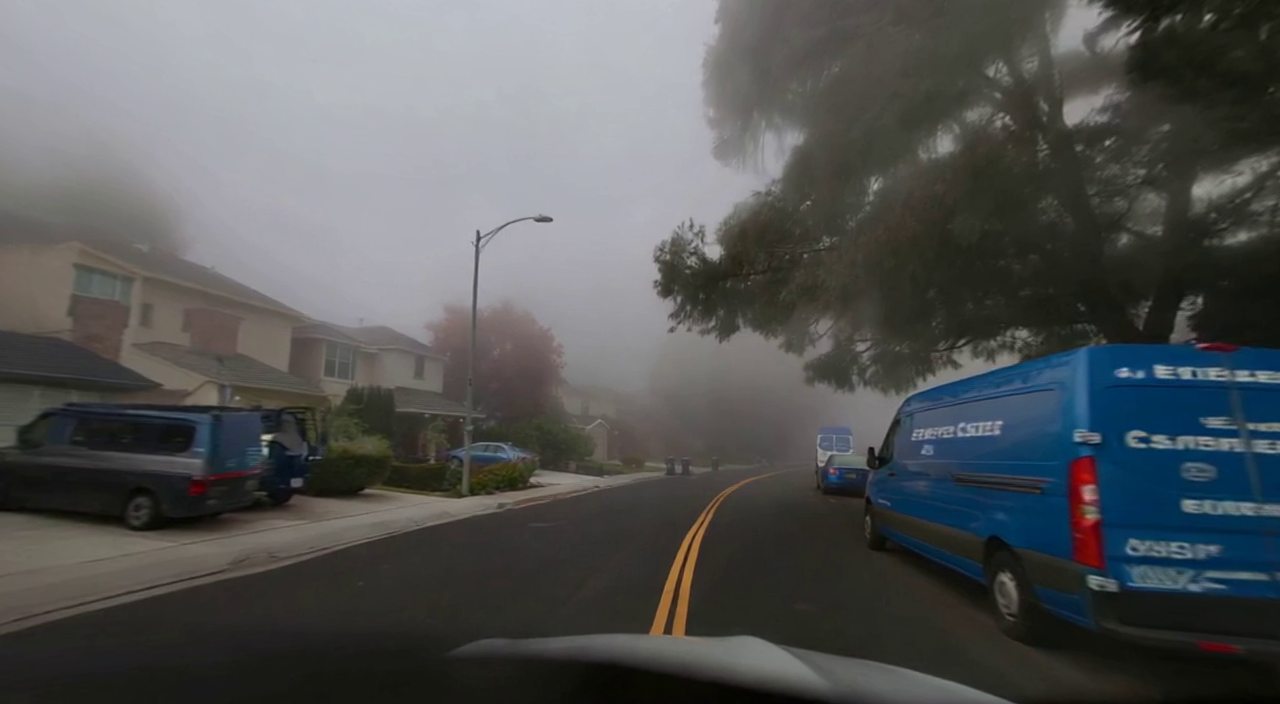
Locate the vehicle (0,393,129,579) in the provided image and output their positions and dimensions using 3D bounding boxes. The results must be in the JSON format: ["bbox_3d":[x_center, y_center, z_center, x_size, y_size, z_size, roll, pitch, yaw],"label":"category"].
[{"bbox_3d":[-7.973,1.307,6.242,4.021,1.717,2.083,0,-9,2],"label":"vehicle"}]

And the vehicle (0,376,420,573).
[{"bbox_3d":[-6.728,1.519,8.744,6.291,2.113,2.673,1,-7,5],"label":"vehicle"}]

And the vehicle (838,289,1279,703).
[{"bbox_3d":[3.805,1.206,5.338,2.748,2.031,6.288,-1,-9,5],"label":"vehicle"}]
